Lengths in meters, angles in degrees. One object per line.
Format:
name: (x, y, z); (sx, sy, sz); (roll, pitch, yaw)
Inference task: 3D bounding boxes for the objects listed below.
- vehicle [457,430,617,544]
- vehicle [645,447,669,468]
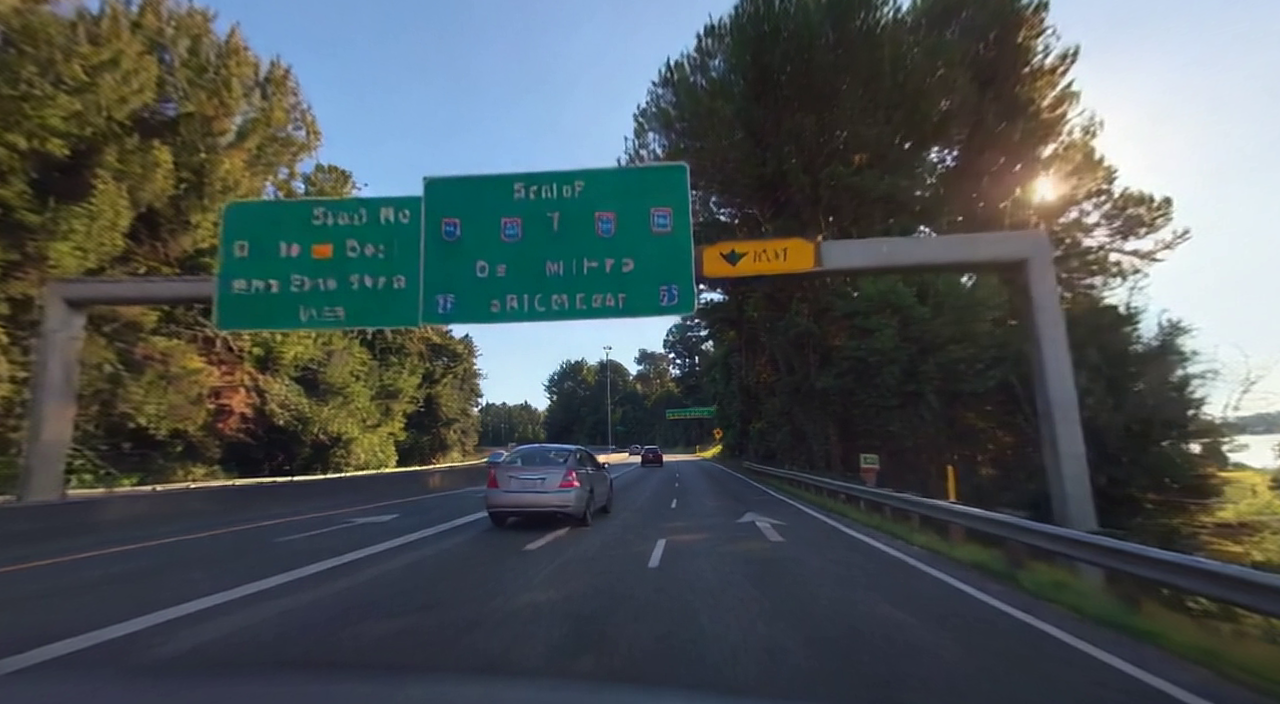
vehicle: (-1.506, 2.152, 10.574); (1.846, 1.566, 3.525); (-1, -9, 4)
vehicle: (1.342, 8.150, 48.931); (1.675, 1.537, 3.574); (-1, -9, 3)
